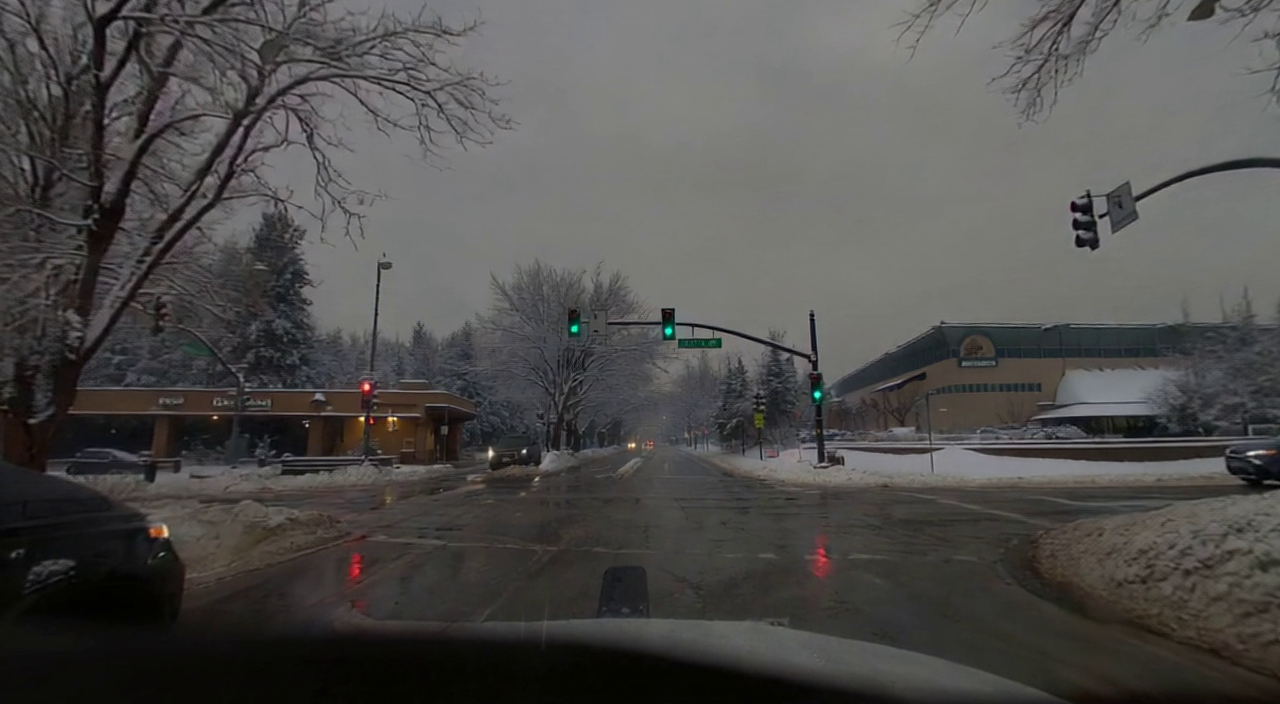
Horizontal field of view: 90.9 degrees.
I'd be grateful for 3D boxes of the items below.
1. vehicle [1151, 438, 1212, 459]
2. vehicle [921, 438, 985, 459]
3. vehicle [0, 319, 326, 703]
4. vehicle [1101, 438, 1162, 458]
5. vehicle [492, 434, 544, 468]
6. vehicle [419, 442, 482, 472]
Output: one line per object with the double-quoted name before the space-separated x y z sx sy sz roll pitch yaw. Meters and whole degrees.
"vehicle" 41.115 7.352 48.004 1.767 1.456 4.191 -4 -10 15
"vehicle" 21.495 6.637 43.364 3.576 1.425 1.702 2 -9 -12
"vehicle" -3.479 0.811 2.684 2.000 1.789 4.638 0 -8 -2
"vehicle" 38.492 7.526 49.507 1.837 1.514 4.786 -2 -9 13
"vehicle" -7.162 5.856 37.459 2.081 1.818 4.782 0 -8 1
"vehicle" -10.639 5.916 35.719 2.041 1.548 4.868 0 -8 0
